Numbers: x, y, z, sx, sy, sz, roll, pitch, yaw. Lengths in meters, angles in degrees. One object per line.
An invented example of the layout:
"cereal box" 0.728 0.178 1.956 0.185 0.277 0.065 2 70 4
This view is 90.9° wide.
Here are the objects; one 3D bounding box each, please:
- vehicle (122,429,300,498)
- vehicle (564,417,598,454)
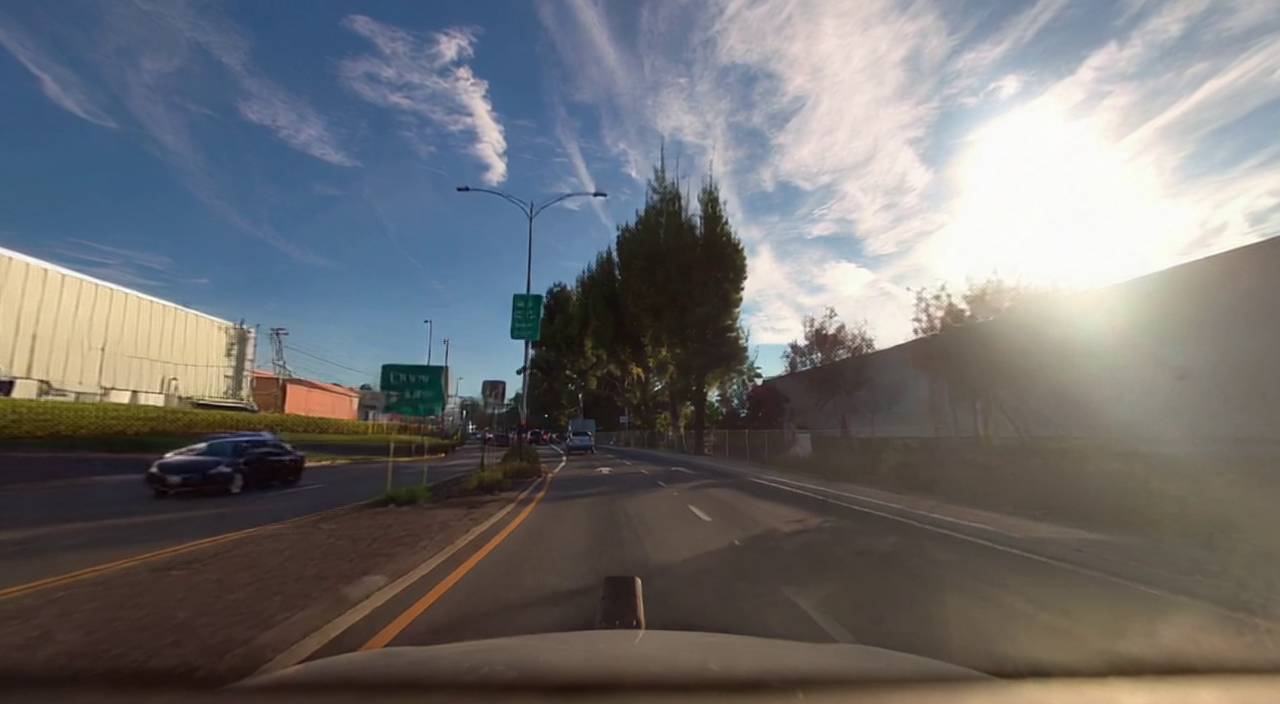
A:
"vehicle" -10.728 2.785 16.188 1.897 1.515 3.986 0 -8 -3
"vehicle" -4.720 6.608 49.568 2.276 2.706 5.232 1 -8 -9
